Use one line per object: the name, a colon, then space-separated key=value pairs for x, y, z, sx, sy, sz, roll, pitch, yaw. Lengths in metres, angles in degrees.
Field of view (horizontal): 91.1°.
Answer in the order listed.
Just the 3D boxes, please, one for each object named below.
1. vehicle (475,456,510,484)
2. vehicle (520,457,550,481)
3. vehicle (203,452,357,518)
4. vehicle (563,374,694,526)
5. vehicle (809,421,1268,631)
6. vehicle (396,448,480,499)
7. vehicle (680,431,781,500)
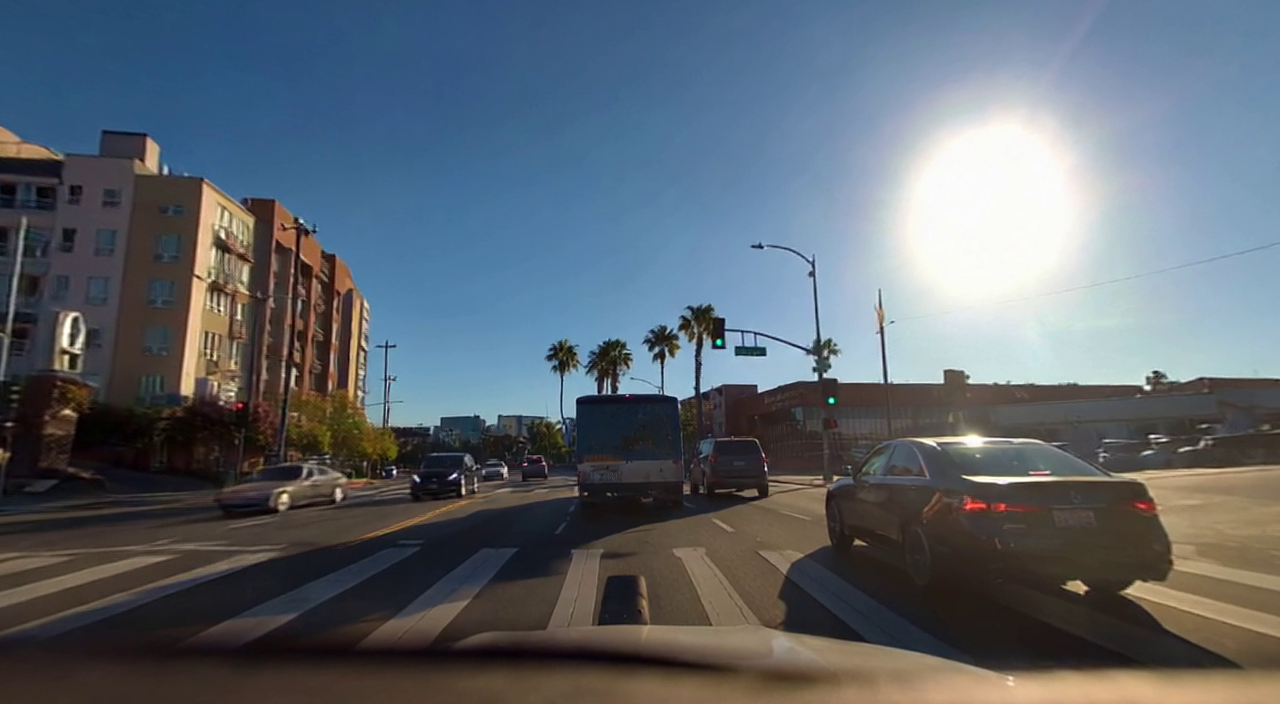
vehicle: x=-9.281 y=7.436 z=39.798 sx=1.801 sy=1.524 sz=3.974 roll=1 pitch=-8 yaw=-9
vehicle: x=-7.747 y=8.546 z=46.138 sx=2.033 sy=1.555 sz=4.408 roll=1 pitch=-9 yaw=-10
vehicle: x=-9.750 y=3.584 z=17.454 sx=1.983 sy=1.543 sz=4.188 roll=0 pitch=-8 yaw=-4
vehicle: x=-0.485 y=2.338 z=15.352 sx=2.517 sy=2.926 sz=6.177 roll=1 pitch=-8 yaw=-5
vehicle: x=3.543 y=1.607 z=6.952 sx=1.978 sy=1.507 sz=4.636 roll=0 pitch=-8 yaw=-1
vehicle: x=-6.834 y=4.112 z=21.694 sx=1.810 sy=1.546 sz=3.981 roll=0 pitch=-8 yaw=-4
vehicle: x=2.775 y=3.660 z=20.826 sx=2.157 sy=1.944 sz=5.423 roll=1 pitch=-8 yaw=-5
